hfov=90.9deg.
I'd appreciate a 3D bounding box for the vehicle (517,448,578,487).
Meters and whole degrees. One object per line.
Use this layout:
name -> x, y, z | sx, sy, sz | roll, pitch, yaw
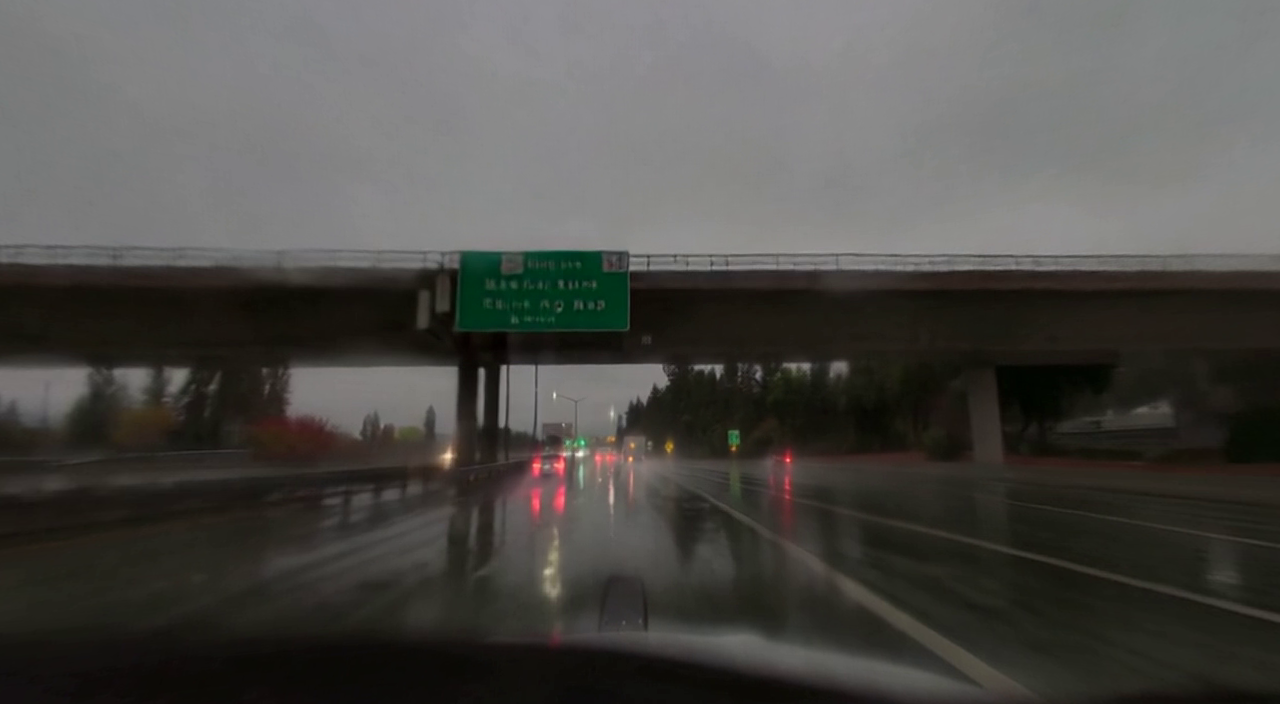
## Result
vehicle -> -4.044, 5.115, 28.217 | 2.070, 1.564, 4.145 | 0, -9, 0
